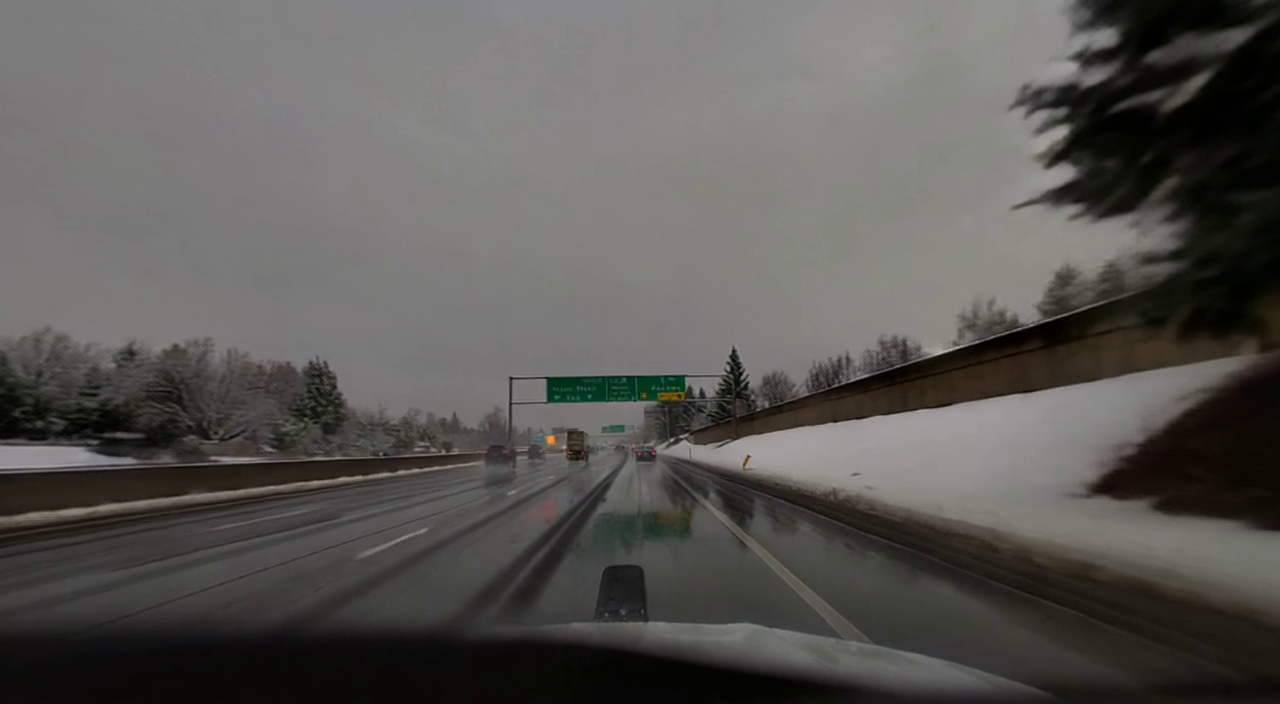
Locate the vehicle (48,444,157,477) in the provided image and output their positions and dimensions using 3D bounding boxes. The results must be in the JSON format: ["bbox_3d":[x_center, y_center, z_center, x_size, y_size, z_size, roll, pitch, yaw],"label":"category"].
[{"bbox_3d":[-34.149,6.876,40.351,2.186,1.879,5.891,1,-8,-6],"label":"vehicle"}]

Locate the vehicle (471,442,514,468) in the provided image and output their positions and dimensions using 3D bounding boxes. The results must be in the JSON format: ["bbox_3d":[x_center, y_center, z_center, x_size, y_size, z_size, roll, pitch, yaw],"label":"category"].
[{"bbox_3d":[-9.851,6.901,42.421,1.954,1.605,4.023,0,-8,-1],"label":"vehicle"}]

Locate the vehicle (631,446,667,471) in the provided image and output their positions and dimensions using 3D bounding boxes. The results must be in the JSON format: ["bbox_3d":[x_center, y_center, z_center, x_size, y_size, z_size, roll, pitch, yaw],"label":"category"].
[{"bbox_3d":[0.563,6.577,39.256,2.137,1.461,3.999,0,-8,0],"label":"vehicle"}]
